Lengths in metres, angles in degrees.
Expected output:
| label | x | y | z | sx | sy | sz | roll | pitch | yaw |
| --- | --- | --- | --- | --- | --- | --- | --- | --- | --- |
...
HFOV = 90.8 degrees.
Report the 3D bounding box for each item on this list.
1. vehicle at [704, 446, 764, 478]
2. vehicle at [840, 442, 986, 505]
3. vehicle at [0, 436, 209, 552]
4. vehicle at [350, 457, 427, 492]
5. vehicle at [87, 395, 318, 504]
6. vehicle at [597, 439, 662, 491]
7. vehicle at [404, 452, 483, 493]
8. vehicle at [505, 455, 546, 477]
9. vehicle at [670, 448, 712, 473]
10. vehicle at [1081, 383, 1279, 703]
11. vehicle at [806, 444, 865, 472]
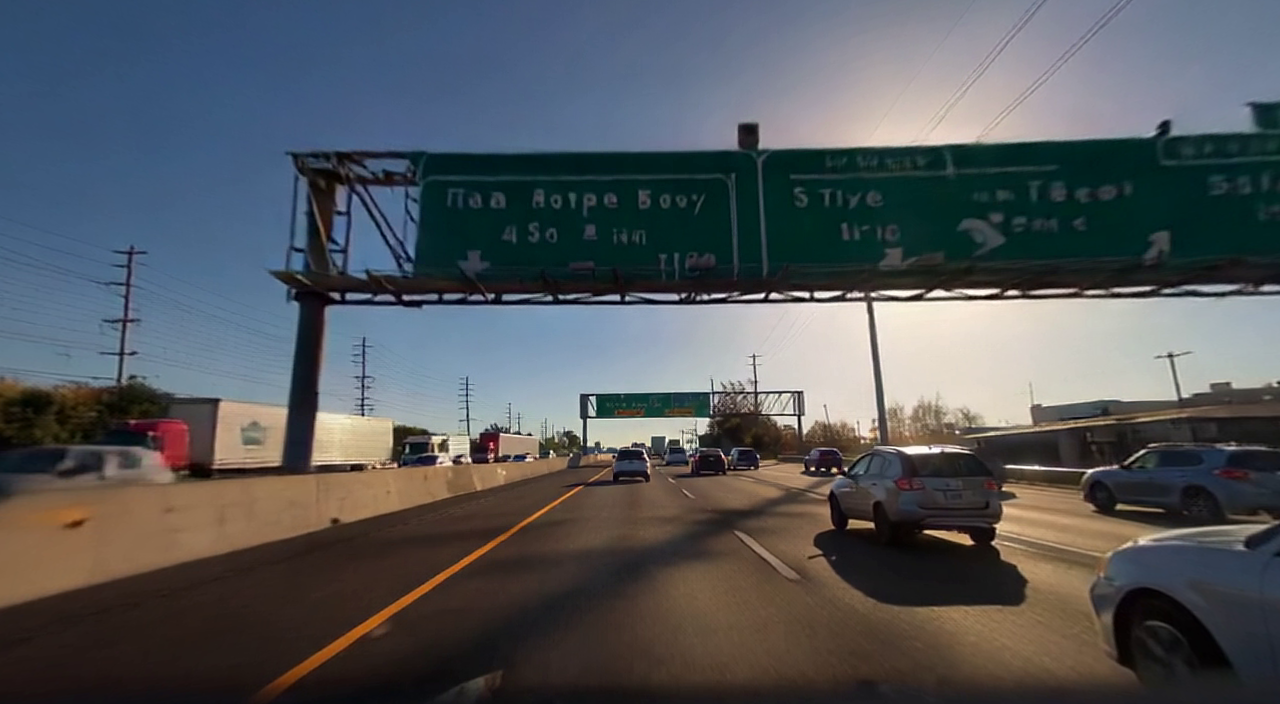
| label | x | y | z | sx | sy | sz | roll | pitch | yaw |
| --- | --- | --- | --- | --- | --- | --- | --- | --- | --- |
| vehicle | 4.605 | 5.472 | 31.586 | 1.934 | 1.461 | 4.368 | 1 | -9 | -6 |
| vehicle | 7.114 | 3.183 | 17.036 | 1.958 | 1.473 | 4.201 | 0 | -9 | -1 |
| vehicle | -11.504 | 2.706 | 12.835 | 2.113 | 1.873 | 4.741 | 0 | -9 | 0 |
| vehicle | -11.933 | 5.829 | 30.289 | 1.888 | 1.455 | 4.410 | 0 | -9 | 0 |
| vehicle | -18.337 | 4.267 | 27.800 | 3.068 | 3.921 | 9.552 | 0 | -9 | 1 |
| vehicle | -0.407 | 4.307 | 24.444 | 2.298 | 1.809 | 4.359 | 0 | -9 | -1 |
| vehicle | -8.057 | 4.944 | 26.286 | 1.931 | 1.541 | 4.018 | 0 | -9 | 1 |
| vehicle | -8.251 | 8.288 | 46.069 | 2.086 | 1.477 | 4.438 | 0 | -9 | 1 |
| vehicle | 3.124 | 6.744 | 39.471 | 2.115 | 1.481 | 3.968 | 0 | -9 | -2 |
| vehicle | 3.377 | 0.757 | 1.451 | 1.967 | 1.547 | 3.777 | 0 | -9 | 0 |
| vehicle | 11.102 | 6.038 | 36.229 | 1.901 | 1.485 | 4.483 | 0 | -9 | -1 |
